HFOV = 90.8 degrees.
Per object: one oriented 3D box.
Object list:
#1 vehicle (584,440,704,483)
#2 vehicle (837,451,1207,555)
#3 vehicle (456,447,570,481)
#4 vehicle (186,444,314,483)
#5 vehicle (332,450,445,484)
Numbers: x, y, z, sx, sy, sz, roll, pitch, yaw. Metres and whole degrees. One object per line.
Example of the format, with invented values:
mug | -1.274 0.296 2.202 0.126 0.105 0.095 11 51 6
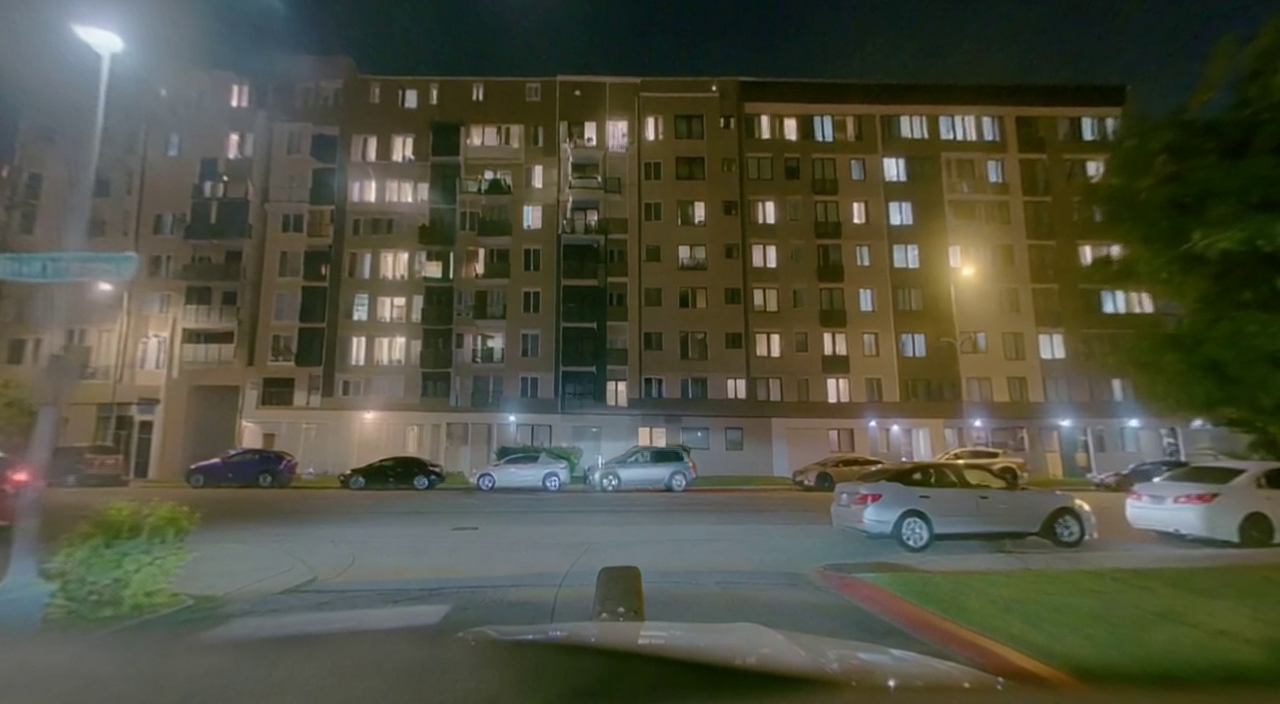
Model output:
vehicle | 0.124 5.003 28.950 5.299 1.860 2.098 1 -10 -4
vehicle | 5.915 2.382 10.332 4.714 1.471 1.978 -1 -8 2
vehicle | -5.715 5.133 28.869 4.851 1.339 1.785 -1 -11 -2
vehicle | -17.465 4.992 28.488 4.426 1.641 1.889 0 -8 -4
vehicle | -11.339 5.211 28.711 4.336 1.438 1.776 1 -8 -3
